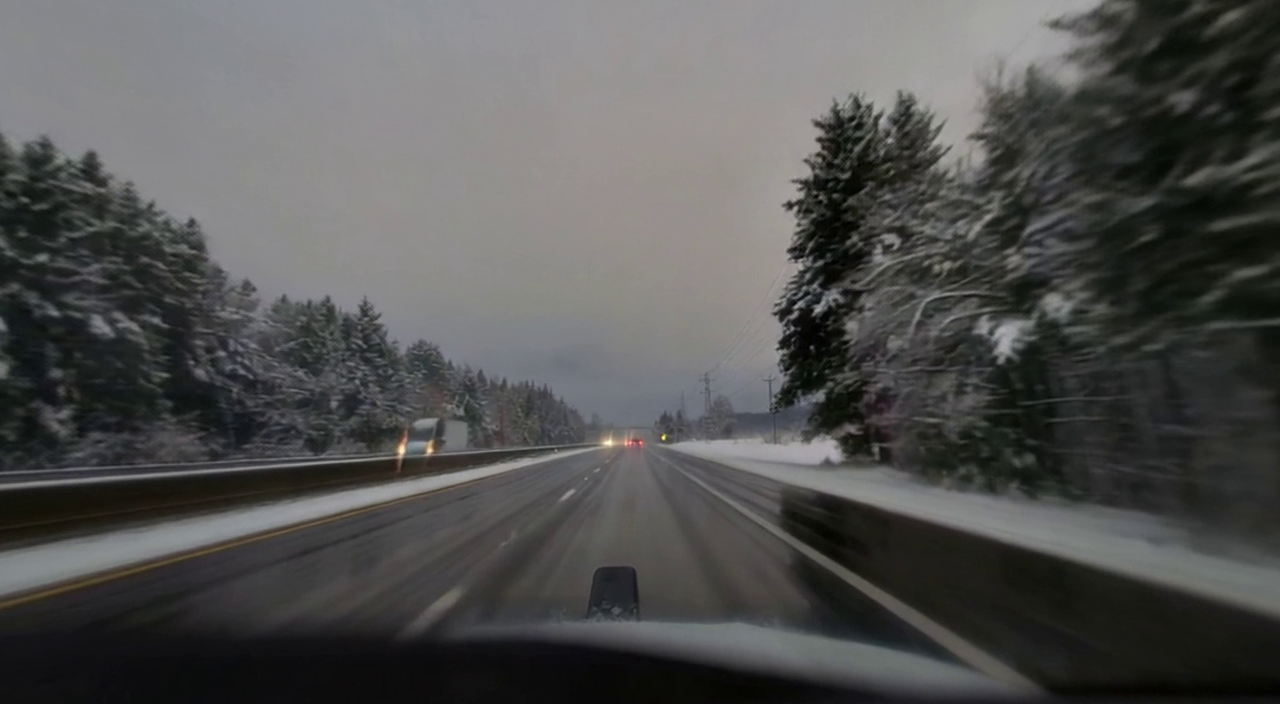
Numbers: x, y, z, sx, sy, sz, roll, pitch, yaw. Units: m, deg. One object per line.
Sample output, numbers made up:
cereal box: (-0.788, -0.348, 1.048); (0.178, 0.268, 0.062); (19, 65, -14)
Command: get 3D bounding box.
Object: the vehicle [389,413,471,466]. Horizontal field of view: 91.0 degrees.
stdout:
vehicle: (-15.014, 6.405, 45.865); (2.906, 3.478, 8.700); (0, -8, 0)
